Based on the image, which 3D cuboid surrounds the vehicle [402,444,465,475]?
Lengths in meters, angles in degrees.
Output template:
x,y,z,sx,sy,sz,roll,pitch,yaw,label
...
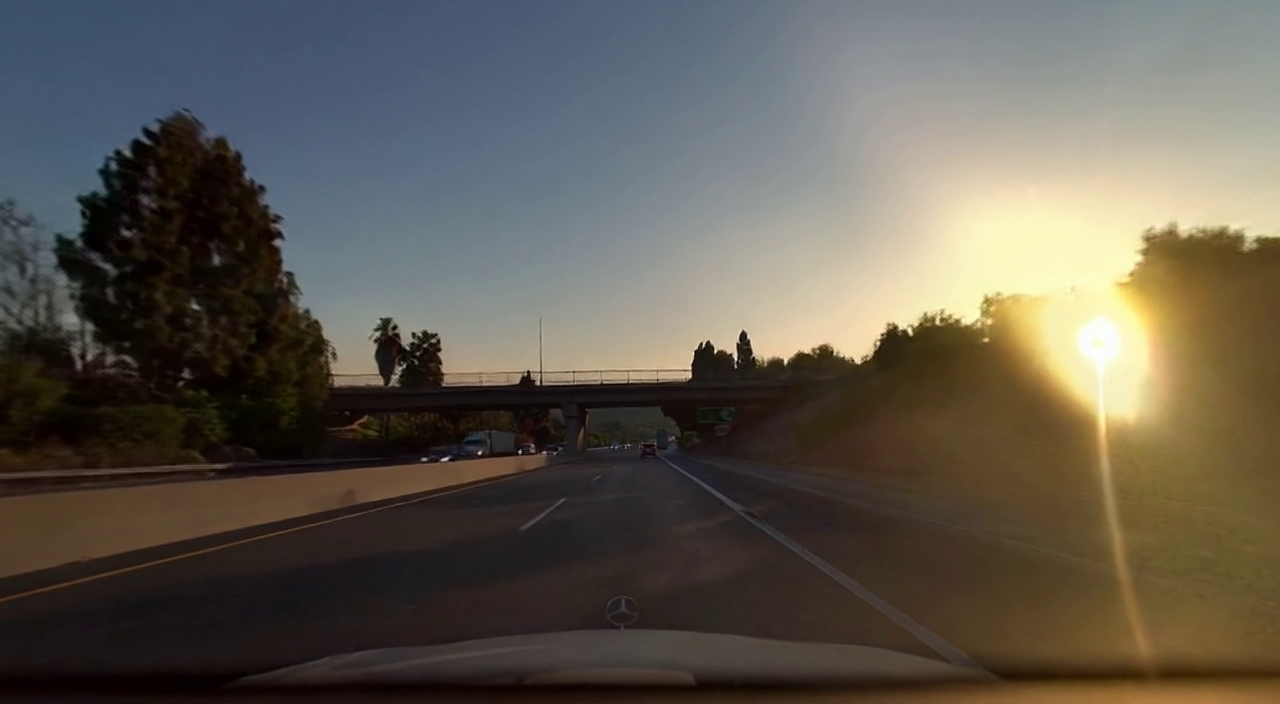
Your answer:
x,y,z,sx,sy,sz,roll,pitch,yaw,label
-12.744,6.657,39.263,2.138,1.761,5.196,0,-9,0,vehicle
